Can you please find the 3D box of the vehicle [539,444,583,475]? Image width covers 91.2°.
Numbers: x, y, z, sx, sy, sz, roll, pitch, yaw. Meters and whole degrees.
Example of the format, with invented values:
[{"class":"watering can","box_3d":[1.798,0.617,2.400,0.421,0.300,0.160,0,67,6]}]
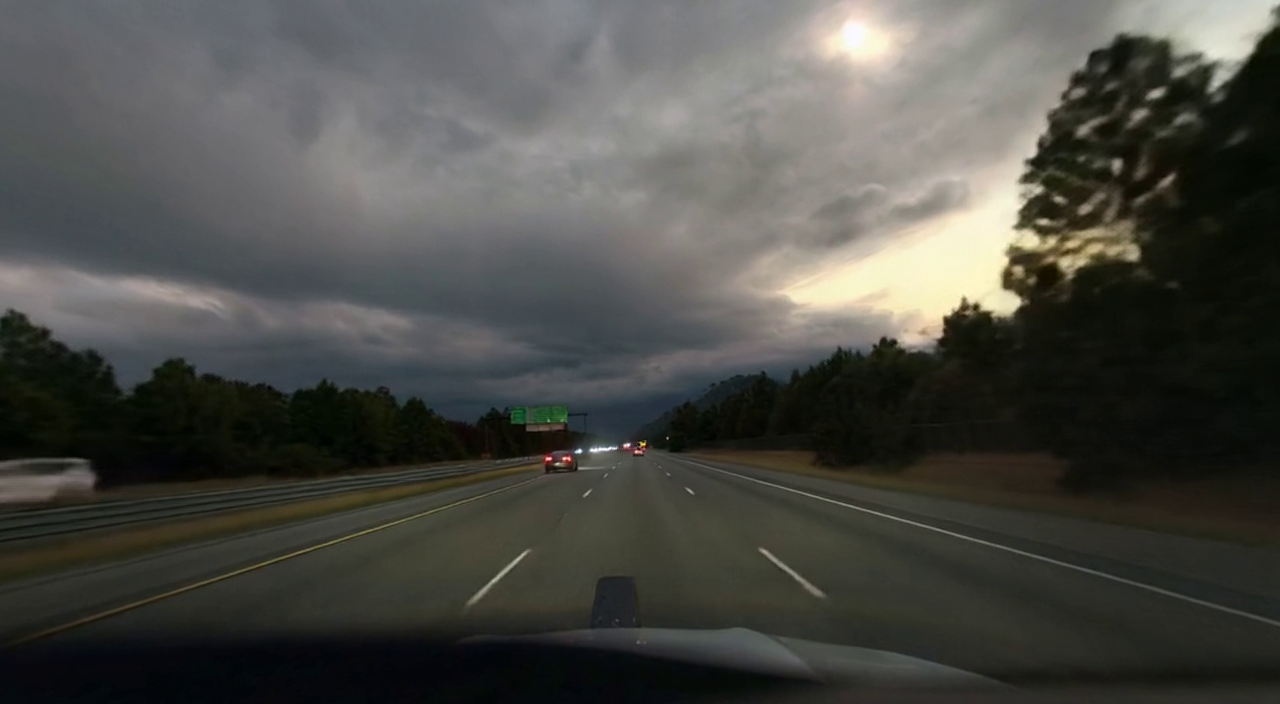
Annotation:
[{"class":"vehicle","box_3d":[-4.350,5.969,35.146,1.958,1.587,4.801,0,-9,-1]}]
